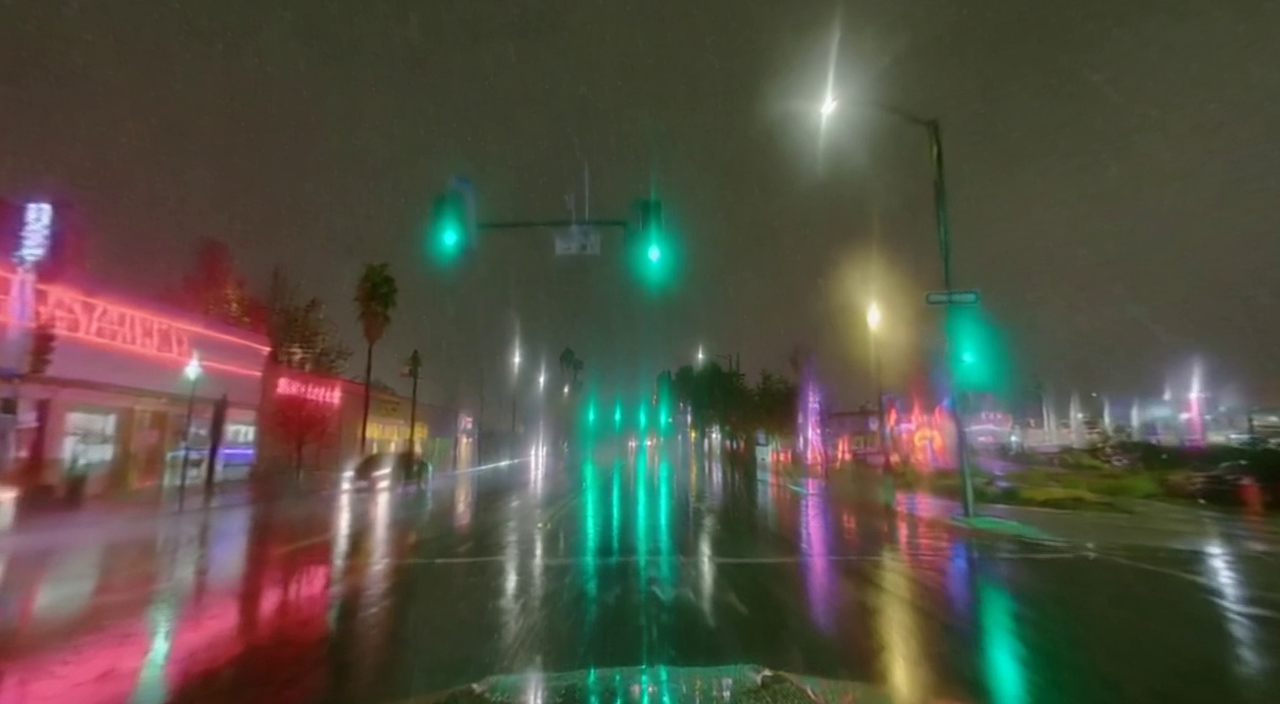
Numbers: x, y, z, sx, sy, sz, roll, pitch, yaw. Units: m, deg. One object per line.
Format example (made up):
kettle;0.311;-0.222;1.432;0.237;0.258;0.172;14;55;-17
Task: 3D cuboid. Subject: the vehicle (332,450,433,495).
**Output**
vehicle;-9.212;4.322;22.982;1.913;1.457;4.048;-1;-8;1
